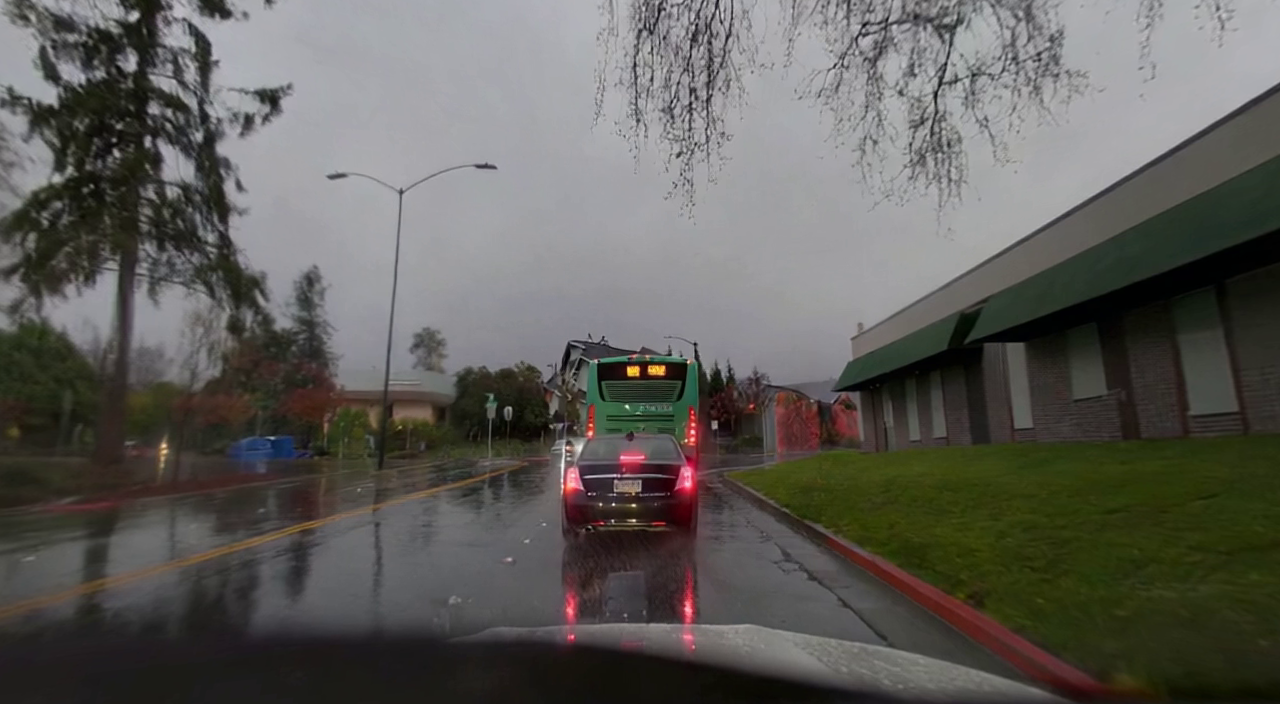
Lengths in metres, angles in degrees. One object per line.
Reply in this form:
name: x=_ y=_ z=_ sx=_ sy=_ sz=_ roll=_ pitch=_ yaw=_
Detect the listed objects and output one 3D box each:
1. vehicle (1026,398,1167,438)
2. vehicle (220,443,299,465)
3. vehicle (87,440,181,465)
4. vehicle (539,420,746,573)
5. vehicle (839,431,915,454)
vehicle: x=18.499 y=2.752 z=25.658 sx=4.359 sy=1.458 sz=1.781 roll=-8 pitch=-11 yaw=42
vehicle: x=-25.899 y=6.920 z=43.073 sx=4.403 sy=1.422 sz=1.697 roll=4 pitch=-9 yaw=-26
vehicle: x=-32.003 y=6.343 z=39.956 sx=4.473 sy=1.442 sz=1.743 roll=7 pitch=-11 yaw=-38
vehicle: x=0.046 y=1.704 z=8.192 sx=2.020 sy=1.478 sz=3.922 roll=0 pitch=-8 yaw=1
vehicle: x=15.781 y=6.017 z=42.021 sx=4.422 sy=1.457 sz=1.882 roll=-5 pitch=-10 yaw=29
